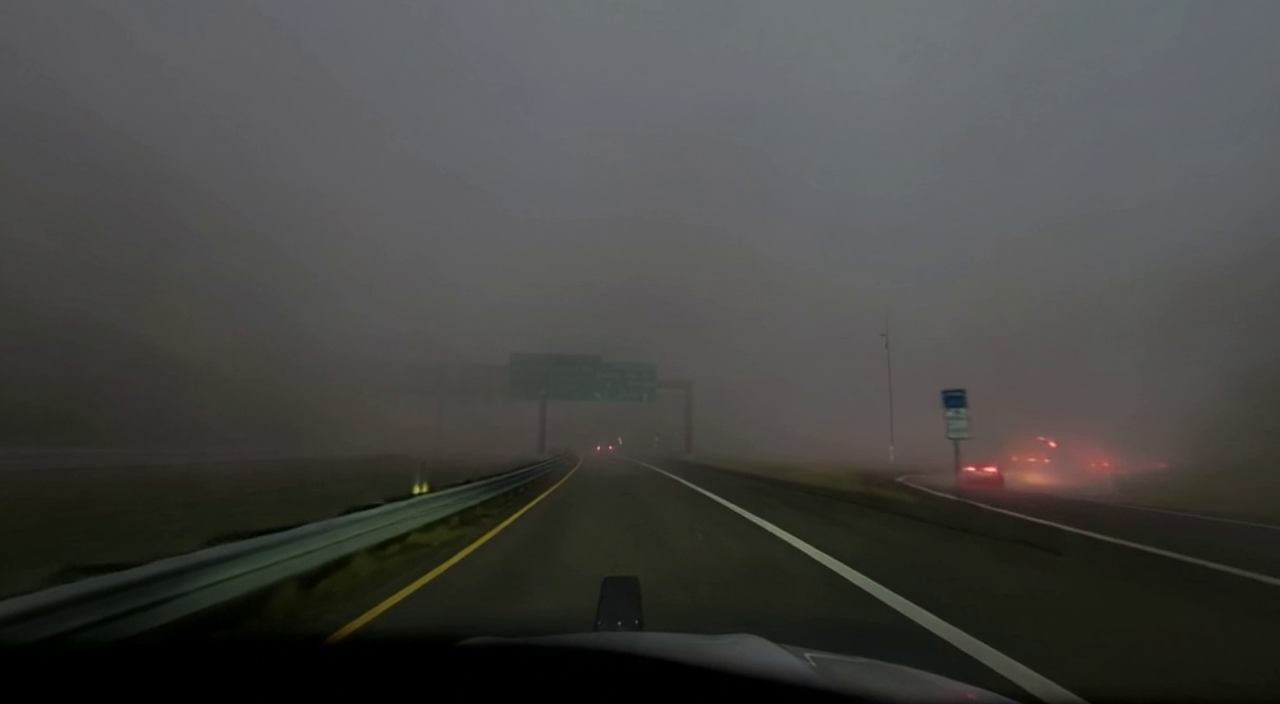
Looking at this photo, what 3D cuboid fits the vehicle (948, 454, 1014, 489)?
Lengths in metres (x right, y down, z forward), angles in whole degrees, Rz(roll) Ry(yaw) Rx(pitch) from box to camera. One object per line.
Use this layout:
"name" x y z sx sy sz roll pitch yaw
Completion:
"vehicle" 15.930 5.566 29.557 2.129 1.444 3.649 -4 -9 19
